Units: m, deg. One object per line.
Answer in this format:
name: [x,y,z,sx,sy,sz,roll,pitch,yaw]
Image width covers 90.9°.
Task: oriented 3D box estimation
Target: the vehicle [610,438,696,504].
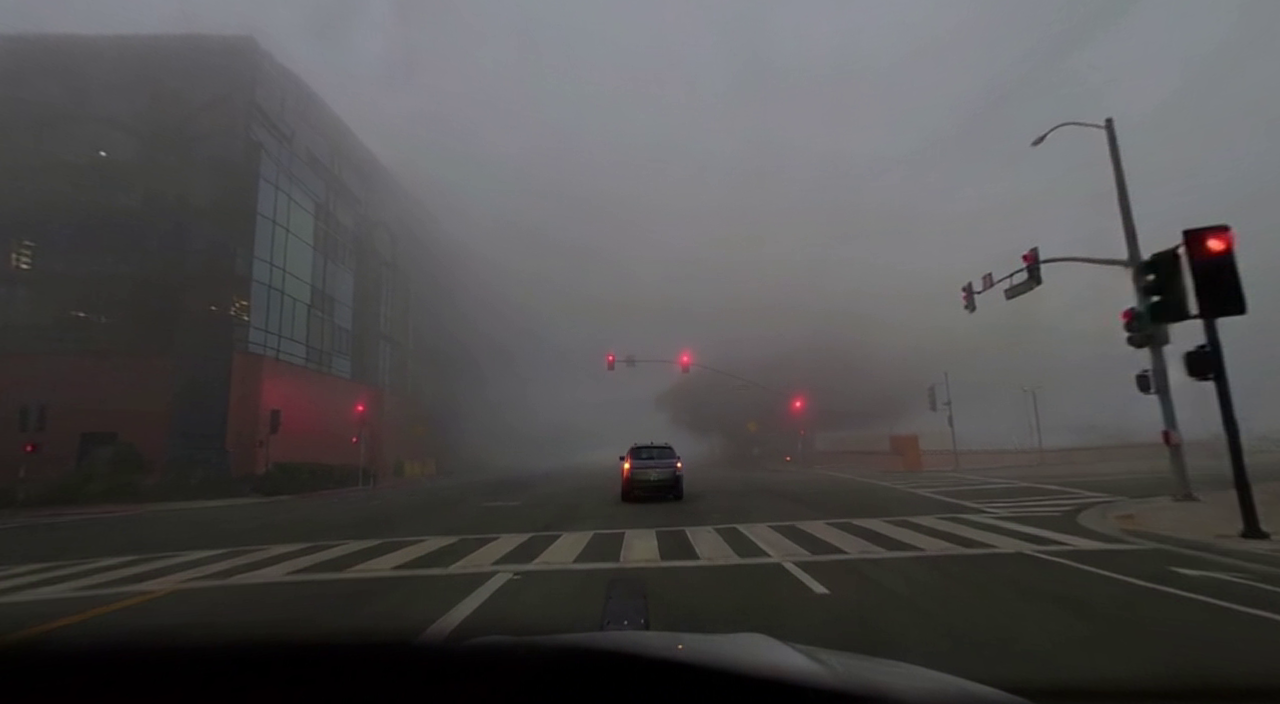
vehicle: [0.272,3.342,18.117,2.184,1.640,4.086,0,-9,-1]
